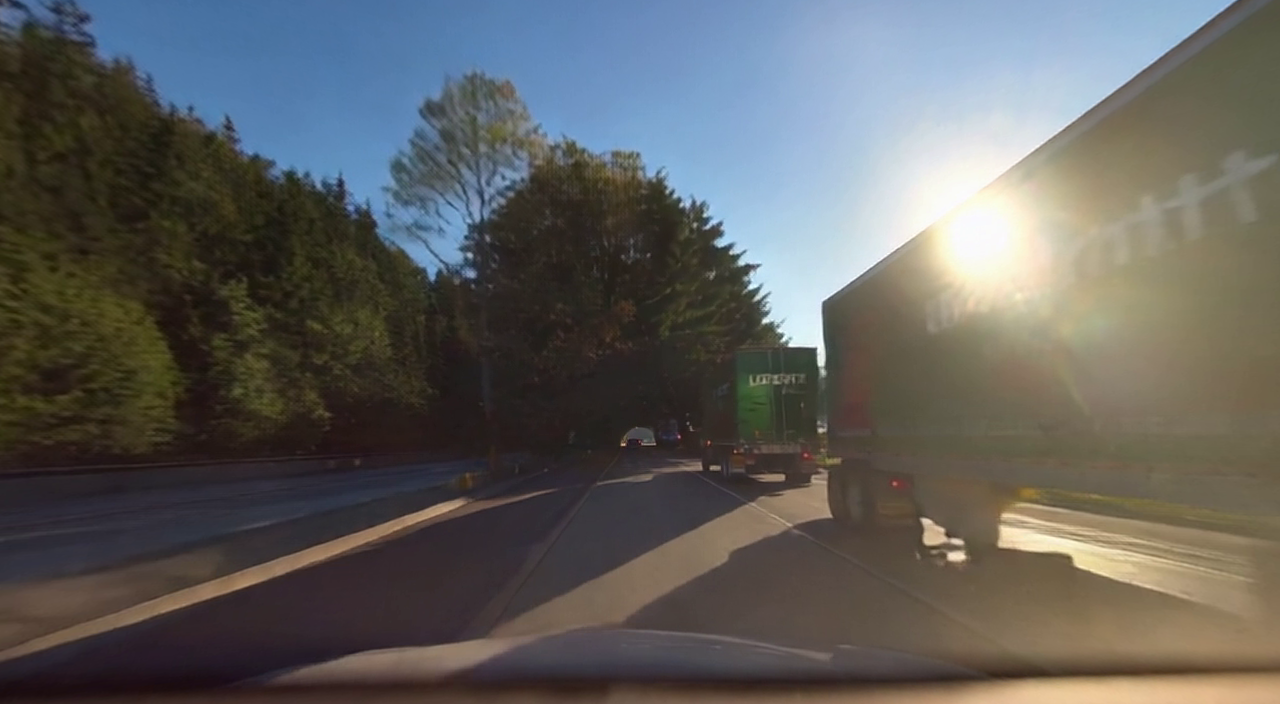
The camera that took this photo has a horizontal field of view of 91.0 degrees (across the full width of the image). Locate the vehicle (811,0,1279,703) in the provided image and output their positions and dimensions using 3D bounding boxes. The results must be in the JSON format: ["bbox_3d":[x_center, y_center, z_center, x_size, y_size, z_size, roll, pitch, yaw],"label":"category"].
[{"bbox_3d":[3.999,0.022,4.481,3.006,3.850,8.310,0,-8,-1],"label":"vehicle"}]
